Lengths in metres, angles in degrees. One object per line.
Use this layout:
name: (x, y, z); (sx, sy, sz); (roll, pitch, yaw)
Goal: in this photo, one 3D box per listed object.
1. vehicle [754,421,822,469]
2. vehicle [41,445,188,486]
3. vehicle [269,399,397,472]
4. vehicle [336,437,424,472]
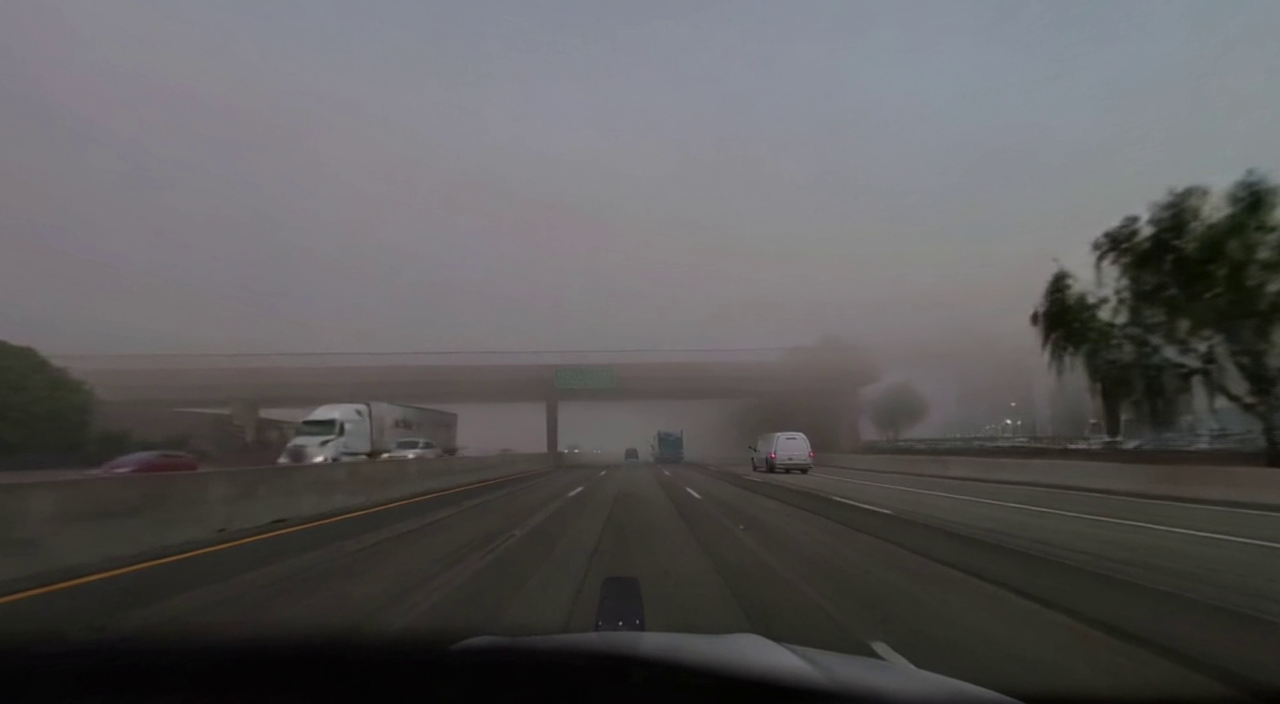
vehicle: (10.998, 7.094, 48.017); (2.912, 3.293, 9.588); (0, -9, 0)
vehicle: (-20.826, 4.510, 25.354); (1.921, 1.473, 4.590); (0, -9, 0)
vehicle: (-17.402, 4.904, 36.712); (3.000, 3.731, 8.444); (0, -9, 1)
vehicle: (-13.592, 5.411, 33.498); (2.173, 1.709, 5.541); (0, -9, 1)
